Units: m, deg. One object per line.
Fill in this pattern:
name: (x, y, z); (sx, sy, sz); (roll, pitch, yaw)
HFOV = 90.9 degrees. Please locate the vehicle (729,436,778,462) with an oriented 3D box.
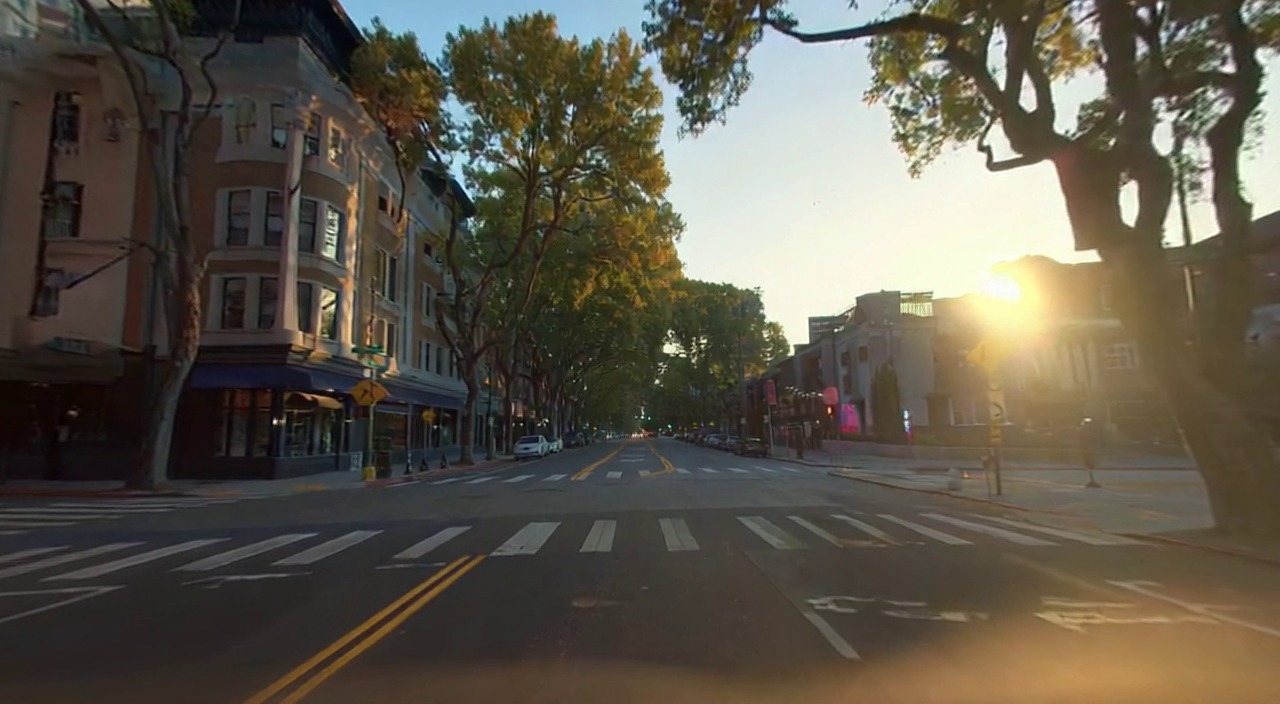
vehicle: (6.903, 5.948, 38.816); (1.997, 1.510, 4.455); (1, -8, -2)

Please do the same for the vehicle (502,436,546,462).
vehicle: (-7.275, 6.128, 39.965); (2.127, 1.533, 4.547); (-1, -8, -3)
